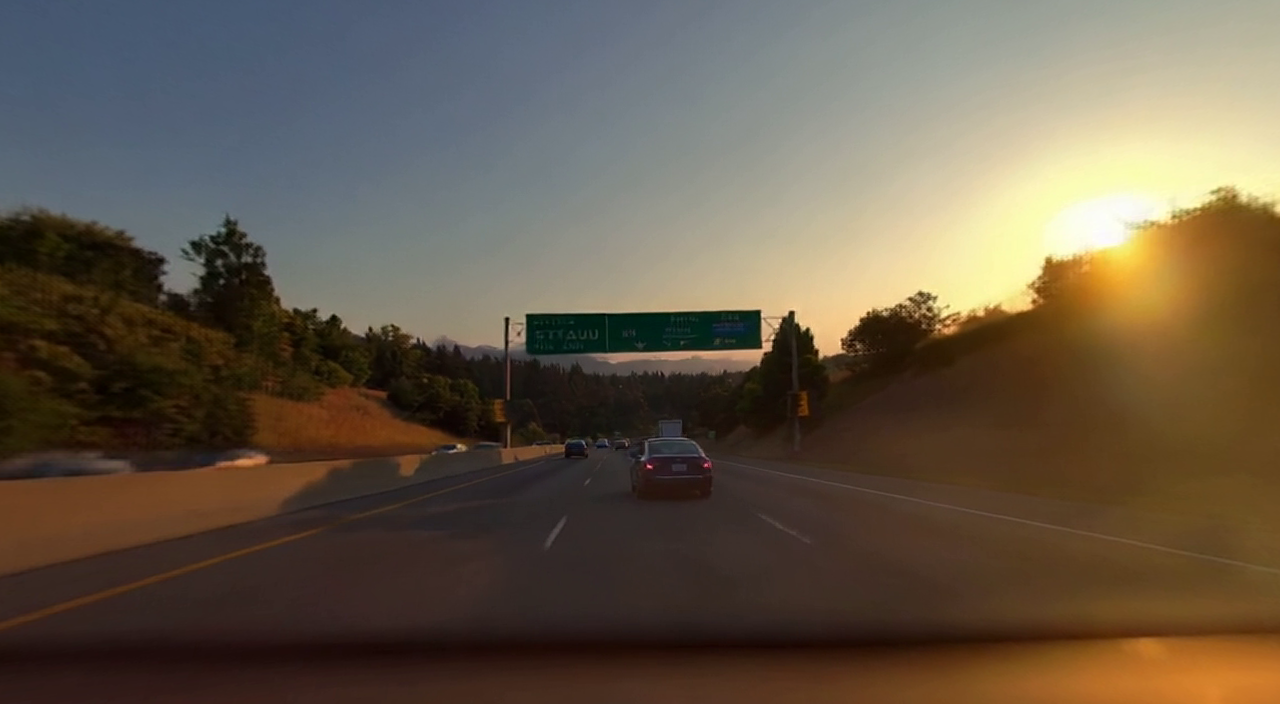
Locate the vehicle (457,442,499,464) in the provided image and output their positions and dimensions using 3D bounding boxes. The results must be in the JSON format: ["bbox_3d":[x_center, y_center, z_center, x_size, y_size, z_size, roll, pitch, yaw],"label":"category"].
[{"bbox_3d":[-12.187,7.608,47.678,2.060,1.505,4.442,0,-8,-1],"label":"vehicle"}]

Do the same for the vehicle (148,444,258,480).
[{"bbox_3d":[-19.555,4.903,28.477,1.888,1.443,4.473,0,-8,-2],"label":"vehicle"}]

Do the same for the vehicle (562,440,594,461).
[{"bbox_3d":[-4.516,7.204,46.484,2.055,1.466,4.317,0,-8,-2],"label":"vehicle"}]

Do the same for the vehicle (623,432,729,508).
[{"bbox_3d":[0.649,2.671,14.932,1.961,1.495,4.743,1,-8,-3],"label":"vehicle"}]
